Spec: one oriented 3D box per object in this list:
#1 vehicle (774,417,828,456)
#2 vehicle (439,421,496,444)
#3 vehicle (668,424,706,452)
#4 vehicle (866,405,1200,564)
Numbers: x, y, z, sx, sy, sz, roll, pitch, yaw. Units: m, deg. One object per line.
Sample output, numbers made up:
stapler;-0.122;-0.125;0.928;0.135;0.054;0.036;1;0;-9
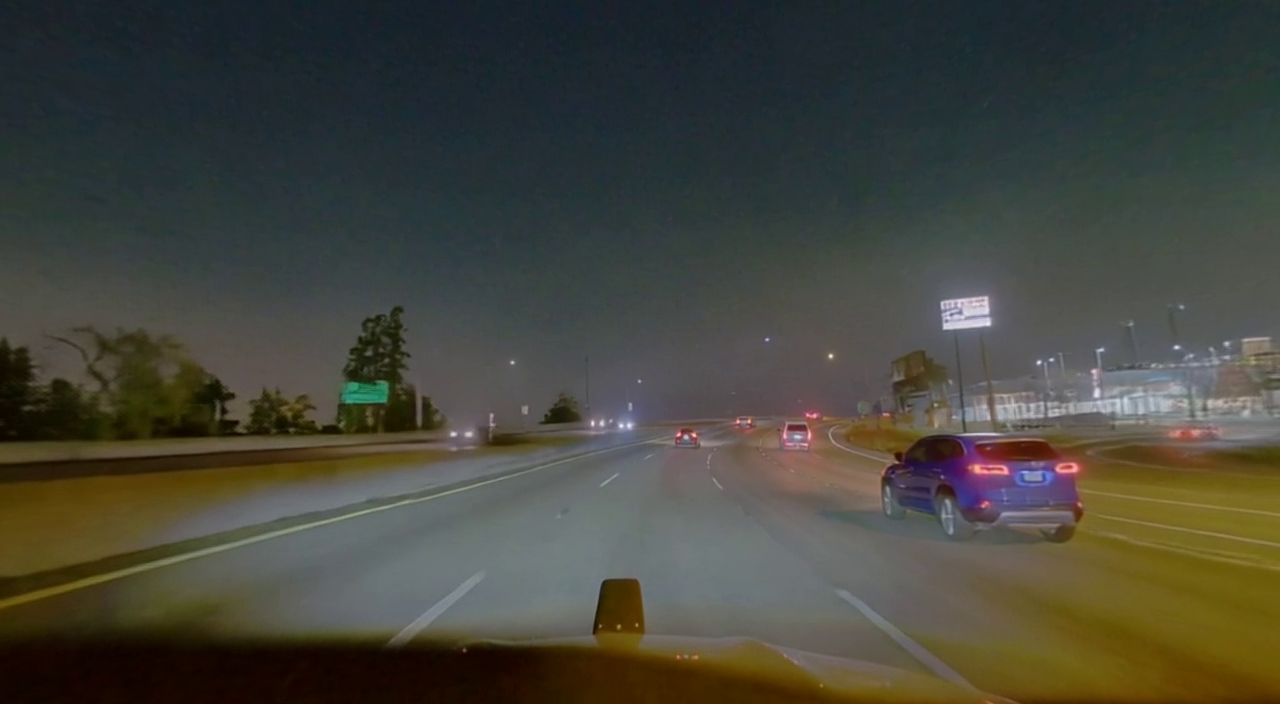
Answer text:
vehicle;10.143;5.433;40.276;2.526;2.230;6.190;-1;-9;7
vehicle;-11.931;5.676;44.047;1.967;1.496;4.871;-1;-9;9
vehicle;3.200;5.807;42.316;2.181;1.768;4.383;-1;-9;9
vehicle;4.936;1.720;8.915;2.097;1.659;4.320;0;-8;3
